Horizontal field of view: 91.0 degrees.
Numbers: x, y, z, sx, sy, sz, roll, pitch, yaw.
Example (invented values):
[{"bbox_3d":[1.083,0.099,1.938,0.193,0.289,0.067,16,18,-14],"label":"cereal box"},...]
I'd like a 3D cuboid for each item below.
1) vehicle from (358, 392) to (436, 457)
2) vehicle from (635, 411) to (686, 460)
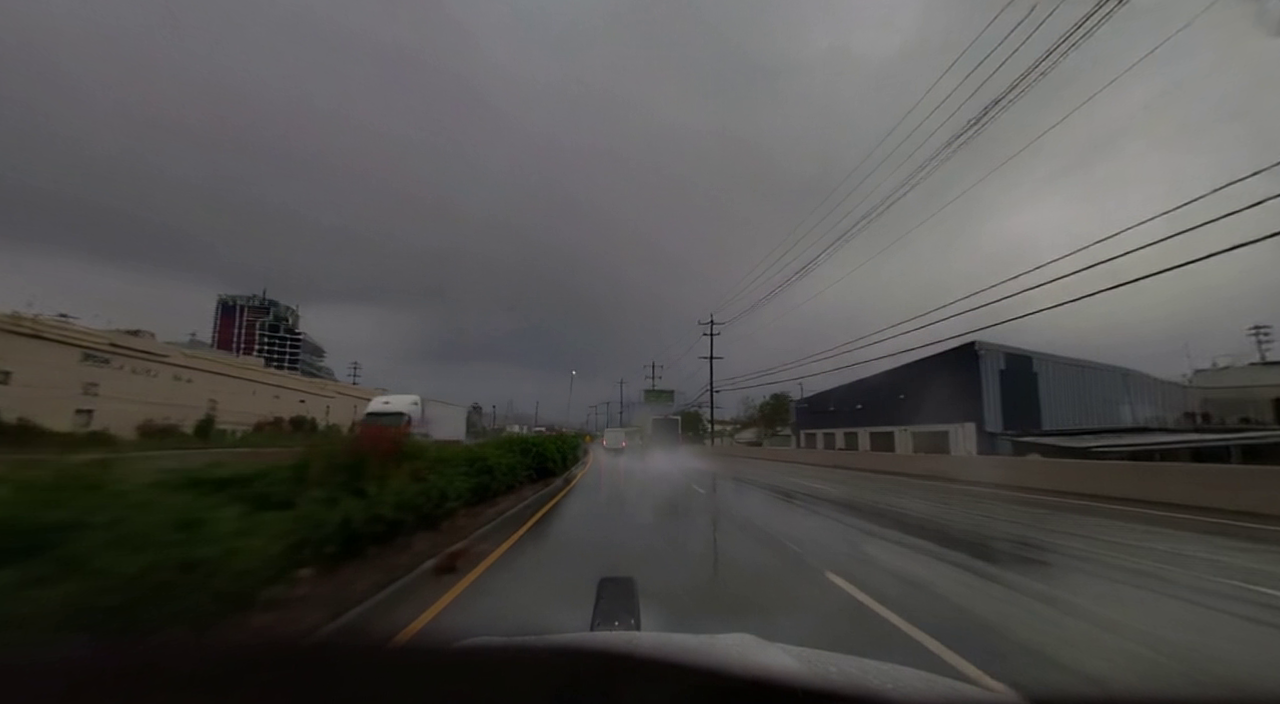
[{"bbox_3d":[-16.119,4.932,42.305,2.980,4.019,6.068,-1,-8,-3],"label":"vehicle"},{"bbox_3d":[1.317,5.825,43.752,2.713,3.140,6.640,0,-8,-5],"label":"vehicle"}]
